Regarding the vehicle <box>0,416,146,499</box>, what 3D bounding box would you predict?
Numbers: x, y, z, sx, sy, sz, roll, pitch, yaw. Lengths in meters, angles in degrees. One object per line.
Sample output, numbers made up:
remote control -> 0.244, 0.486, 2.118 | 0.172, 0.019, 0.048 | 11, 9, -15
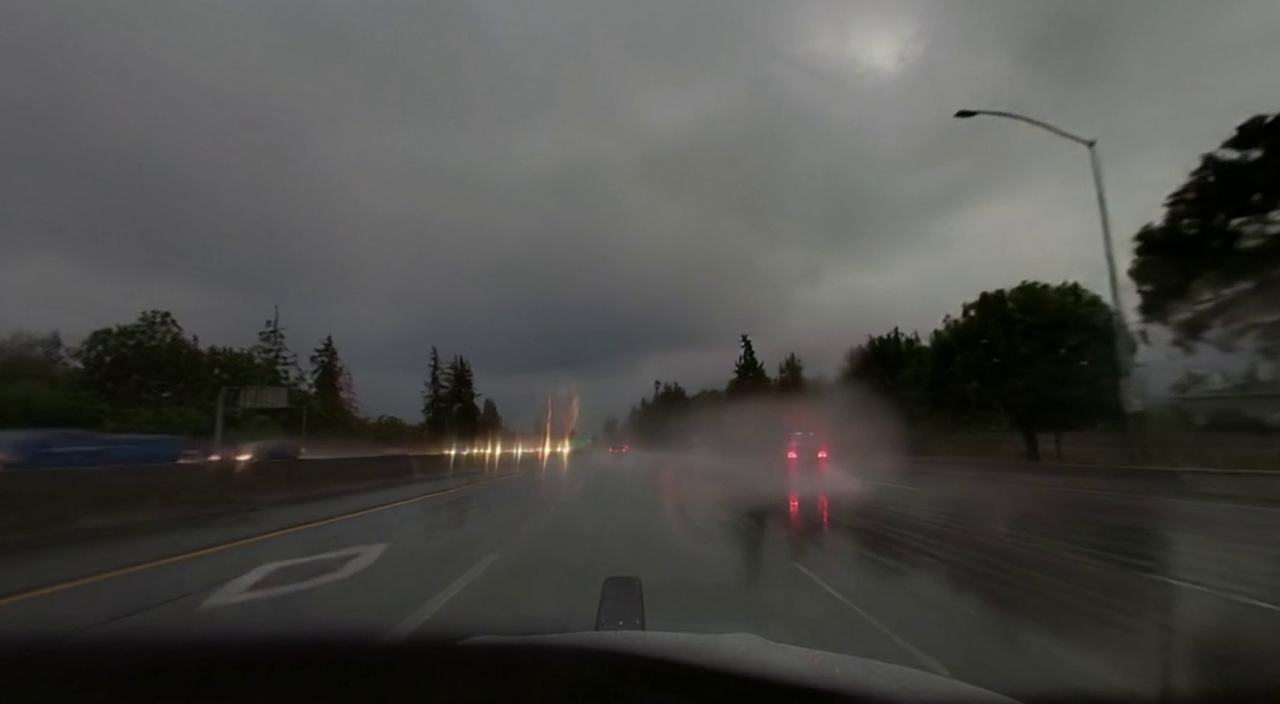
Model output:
vehicle -> -13.736, 2.300, 13.806 | 2.134, 1.624, 4.589 | 0, -9, 0

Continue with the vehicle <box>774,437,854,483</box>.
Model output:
vehicle -> 7.031, 4.413, 25.966 | 2.081, 1.705, 3.926 | 0, -9, -1

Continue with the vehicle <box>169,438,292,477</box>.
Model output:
vehicle -> -17.592, 4.556, 27.513 | 2.112, 1.539, 4.862 | 0, -9, 0
